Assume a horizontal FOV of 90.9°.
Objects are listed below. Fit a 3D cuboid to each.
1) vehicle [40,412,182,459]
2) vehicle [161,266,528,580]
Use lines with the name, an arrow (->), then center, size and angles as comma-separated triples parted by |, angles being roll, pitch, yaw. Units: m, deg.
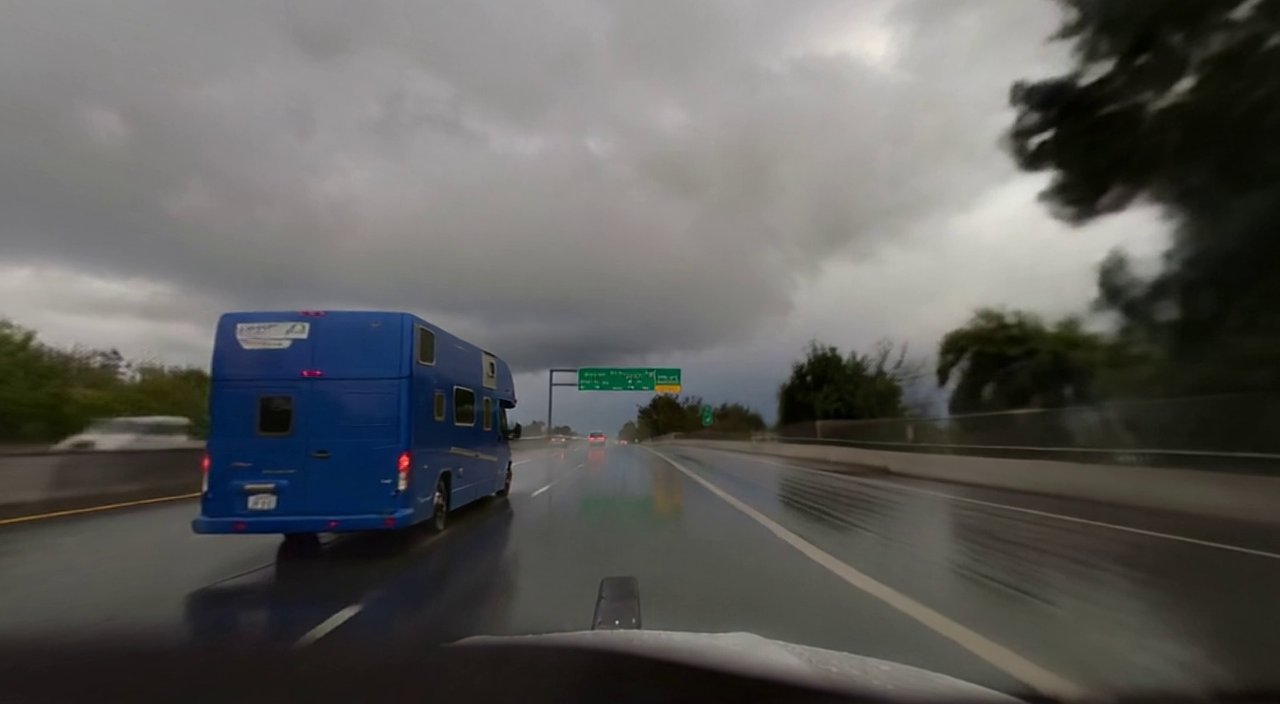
vehicle -> -23.153, 3.681, 27.910 | 1.999, 1.870, 4.922 | 0, -7, 0
vehicle -> -3.810, 1.130, 10.474 | 2.676, 3.269, 7.388 | -2, -6, -1
